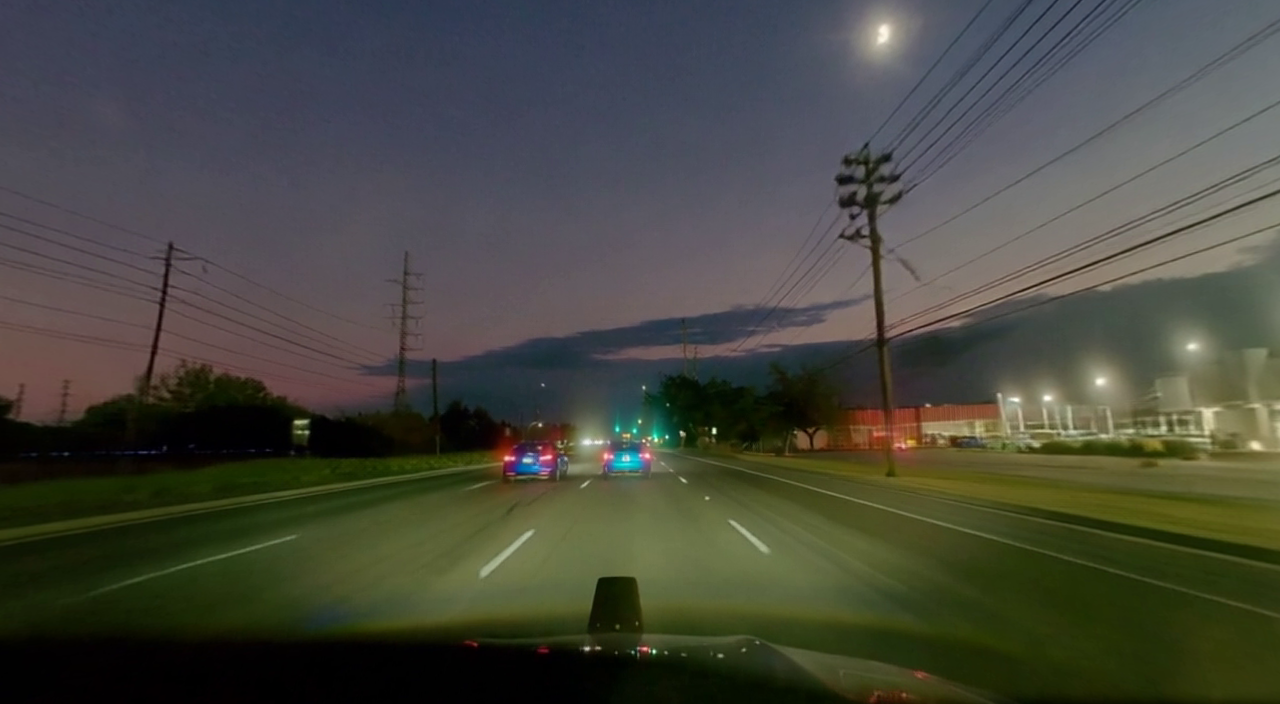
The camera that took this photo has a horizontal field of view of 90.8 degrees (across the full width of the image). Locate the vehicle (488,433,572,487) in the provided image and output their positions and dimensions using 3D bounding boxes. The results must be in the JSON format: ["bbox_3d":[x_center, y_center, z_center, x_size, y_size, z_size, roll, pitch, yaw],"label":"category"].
[{"bbox_3d":[-3.613,3.660,21.725,1.985,1.607,4.892,0,-8,1],"label":"vehicle"}]

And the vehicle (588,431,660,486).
[{"bbox_3d":[-0.501,3.583,21.544,2.189,1.652,4.135,0,-8,0],"label":"vehicle"}]
